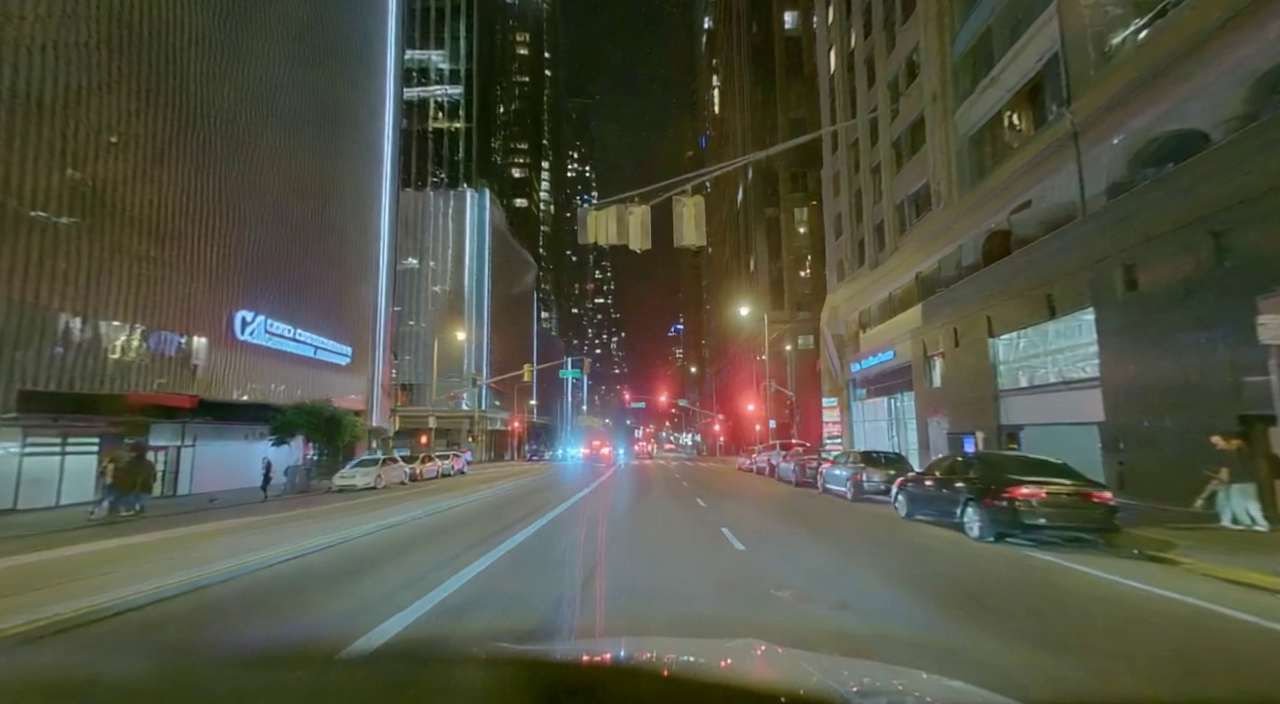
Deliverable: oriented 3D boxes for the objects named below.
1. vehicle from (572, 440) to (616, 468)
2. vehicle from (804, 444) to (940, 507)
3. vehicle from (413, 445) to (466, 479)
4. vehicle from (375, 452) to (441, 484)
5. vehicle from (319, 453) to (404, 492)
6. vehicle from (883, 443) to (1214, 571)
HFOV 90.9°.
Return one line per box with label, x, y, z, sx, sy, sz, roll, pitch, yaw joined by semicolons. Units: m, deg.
vehicle;-2.536;5.758;35.779;2.014;1.480;4.780;0;-8;2
vehicle;5.998;3.217;17.005;1.967;1.460;4.558;0;-8;1
vehicle;-11.992;6.571;37.940;1.890;1.781;4.331;-4;-8;-2
vehicle;-11.964;5.975;32.773;1.808;1.475;4.550;0;-8;-2
vehicle;-12.023;5.203;27.519;1.845;1.493;4.107;0;-8;-1
vehicle;5.845;2.213;10.011;1.994;1.511;4.788;0;-8;-1
